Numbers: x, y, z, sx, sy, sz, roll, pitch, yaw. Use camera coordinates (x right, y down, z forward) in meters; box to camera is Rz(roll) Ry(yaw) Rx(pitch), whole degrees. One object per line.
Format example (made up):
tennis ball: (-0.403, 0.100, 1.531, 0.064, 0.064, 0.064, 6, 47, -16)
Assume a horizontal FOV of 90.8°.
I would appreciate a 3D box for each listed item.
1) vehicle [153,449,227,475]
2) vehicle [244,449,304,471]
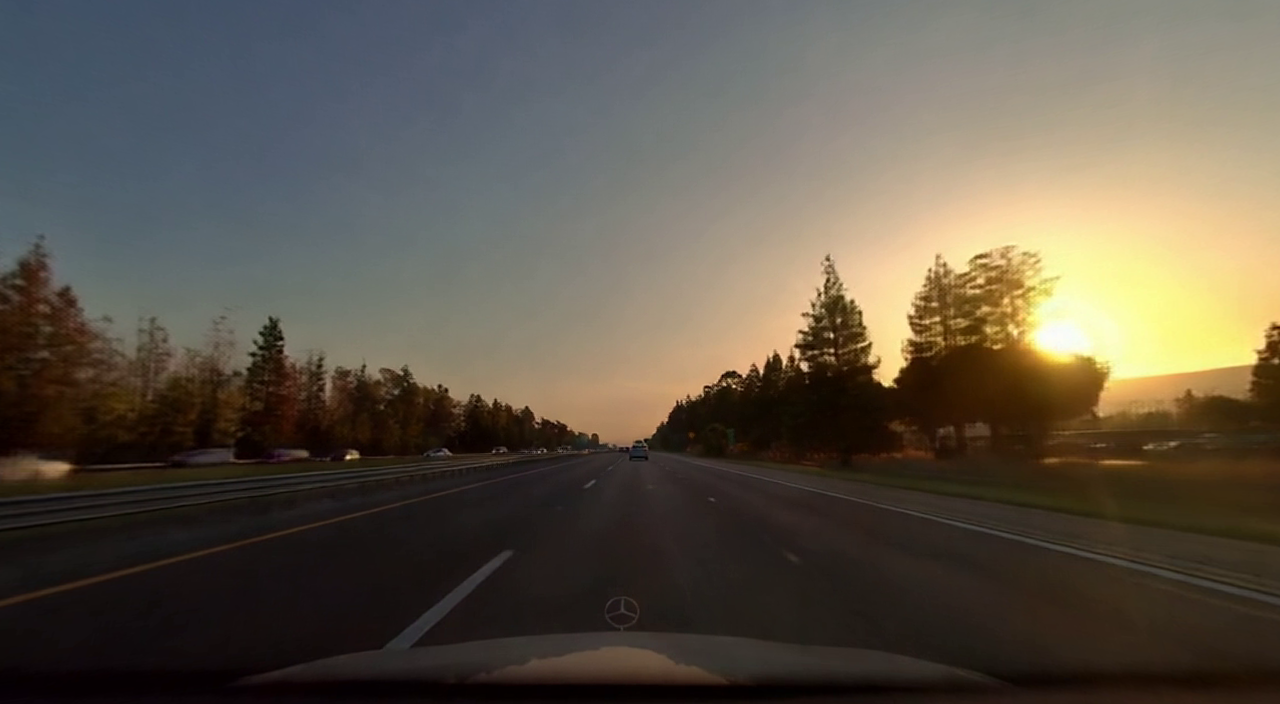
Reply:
vehicle: (-32.359, 7.880, 45.613, 1.909, 1.733, 4.545, 0, -9, 0)
vehicle: (-28.498, 8.386, 49.329, 1.915, 1.618, 4.602, 0, -9, -1)
